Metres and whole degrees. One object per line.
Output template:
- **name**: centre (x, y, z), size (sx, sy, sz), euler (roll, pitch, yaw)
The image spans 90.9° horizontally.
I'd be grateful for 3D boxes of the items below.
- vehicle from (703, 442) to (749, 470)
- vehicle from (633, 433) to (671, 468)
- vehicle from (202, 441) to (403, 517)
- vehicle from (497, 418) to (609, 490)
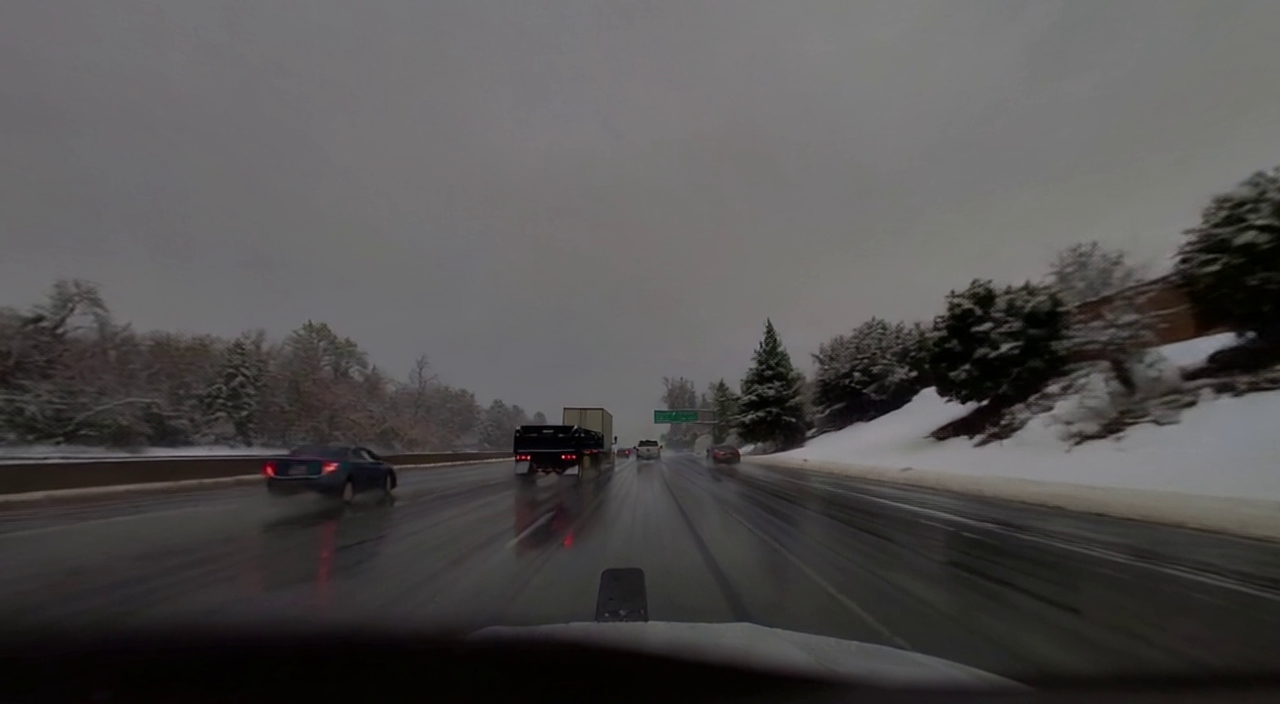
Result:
- **vehicle**: centre (4.794, 5.858, 35.645), size (1.993, 1.474, 4.230), euler (0, -8, 0)
- **vehicle**: centre (0.764, 6.306, 40.566), size (2.309, 2.023, 5.130), euler (0, -8, 1)
- **vehicle**: centre (-7.328, 2.767, 14.389), size (1.965, 1.437, 4.592), euler (0, -8, 1)
- **vehicle**: centre (-3.309, 4.620, 29.380), size (2.854, 2.379, 16.653), euler (0, -8, 0)
